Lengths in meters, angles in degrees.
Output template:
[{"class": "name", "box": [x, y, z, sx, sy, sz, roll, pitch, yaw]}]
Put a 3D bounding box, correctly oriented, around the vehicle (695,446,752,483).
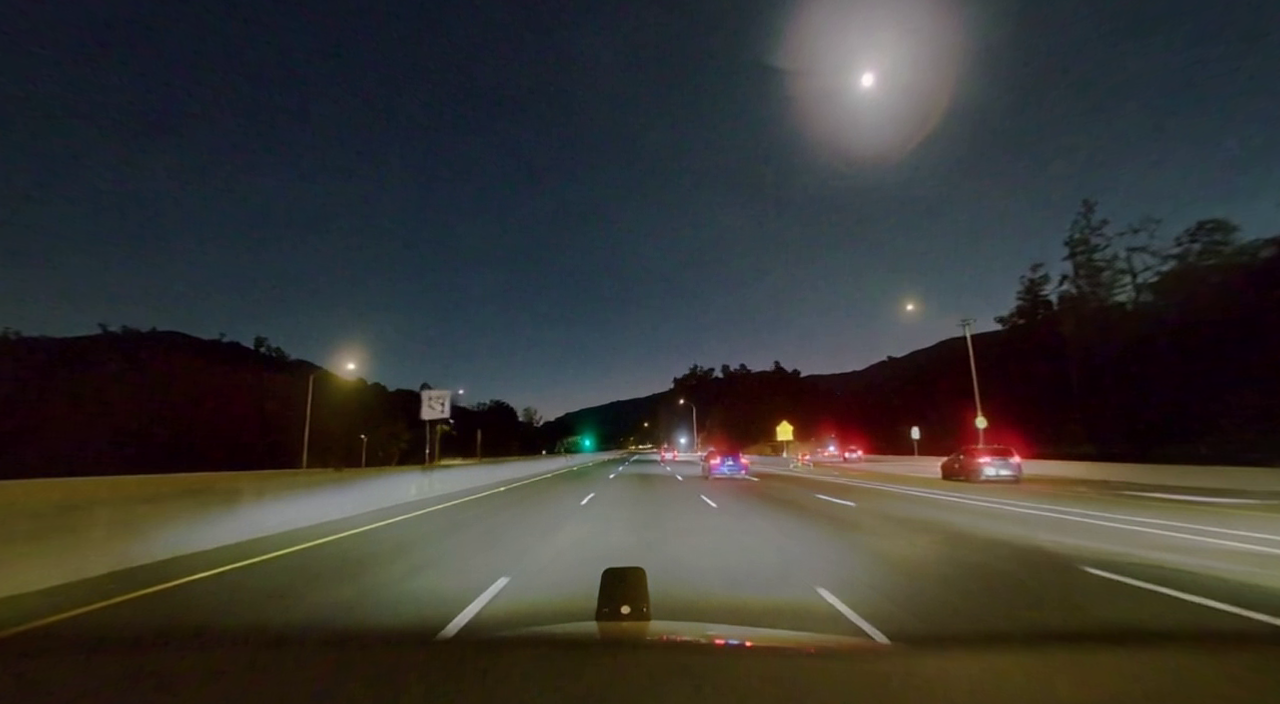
[{"class": "vehicle", "box": [3.657, 5.004, 28.363, 1.916, 1.469, 4.481, 0, -8, -1]}]
